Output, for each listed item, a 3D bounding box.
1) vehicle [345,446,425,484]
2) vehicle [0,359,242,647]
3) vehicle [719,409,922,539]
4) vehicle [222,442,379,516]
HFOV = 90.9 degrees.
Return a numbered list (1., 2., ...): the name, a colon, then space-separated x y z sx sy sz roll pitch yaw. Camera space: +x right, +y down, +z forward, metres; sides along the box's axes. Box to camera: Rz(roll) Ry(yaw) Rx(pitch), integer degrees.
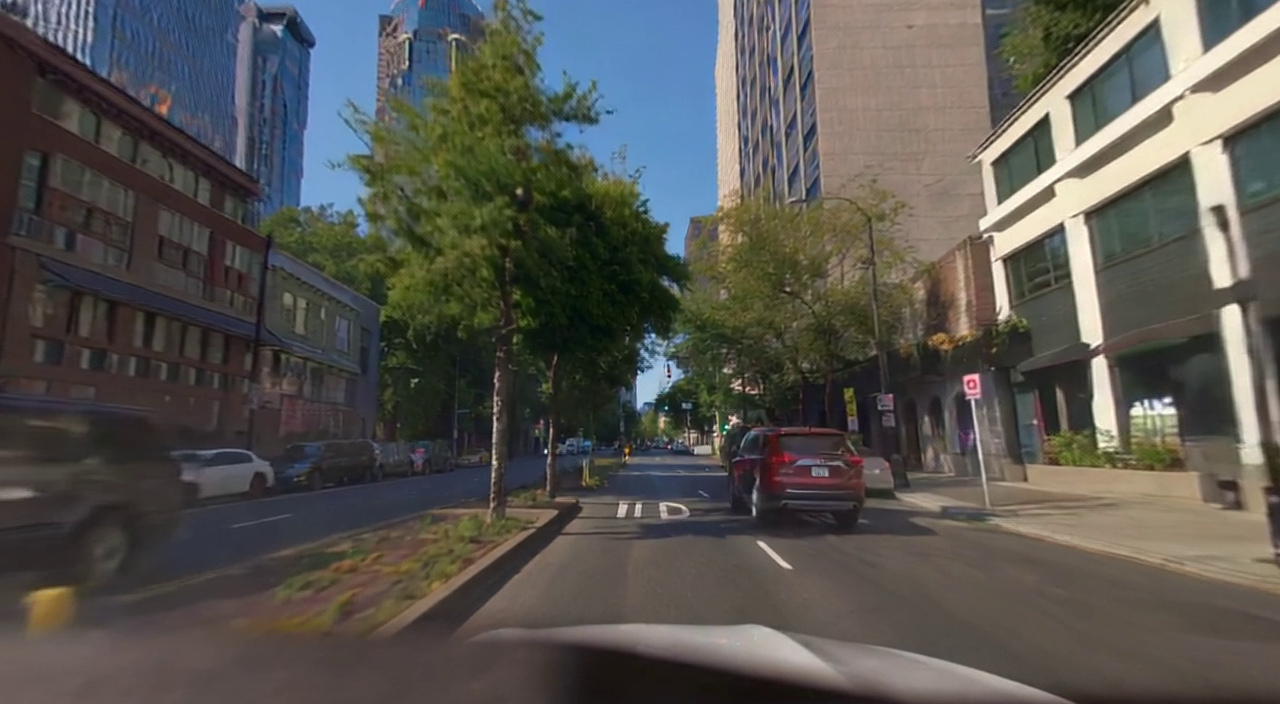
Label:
1. vehicle: -12.099 5.374 30.270 1.937 1.642 4.591 0 -9 -1
2. vehicle: -5.247 0.988 4.087 2.030 1.881 4.994 0 -9 0
3. vehicle: 2.933 2.164 11.795 2.118 1.848 5.426 0 -9 -1
4. vehicle: -8.778 3.246 16.796 1.750 1.607 4.241 0 -7 1
